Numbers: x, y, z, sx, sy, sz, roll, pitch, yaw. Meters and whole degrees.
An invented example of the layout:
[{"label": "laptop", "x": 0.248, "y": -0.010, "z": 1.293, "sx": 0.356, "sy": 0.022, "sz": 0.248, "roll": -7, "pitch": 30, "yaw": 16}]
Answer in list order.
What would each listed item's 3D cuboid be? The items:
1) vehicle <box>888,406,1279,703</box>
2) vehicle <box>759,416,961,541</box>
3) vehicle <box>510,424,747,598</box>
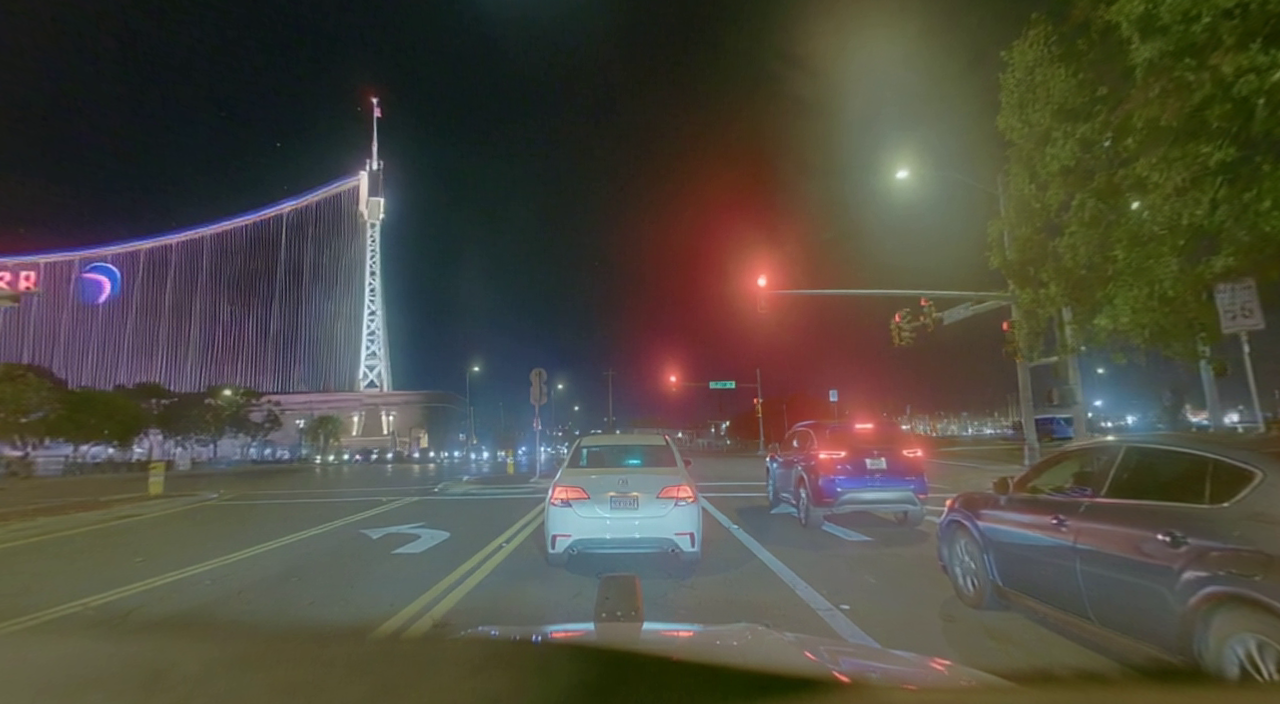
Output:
[{"label": "vehicle", "x": 3.382, "y": 1.180, "z": 4.022, "sx": 1.833, "sy": 1.465, "sz": 4.258, "roll": 0, "pitch": -8, "yaw": -1}, {"label": "vehicle", "x": 3.520, "y": 2.115, "z": 11.217, "sx": 1.978, "sy": 1.738, "sz": 4.599, "roll": 0, "pitch": -8, "yaw": 1}, {"label": "vehicle", "x": -0.109, "y": 1.699, "z": 7.558, "sx": 2.096, "sy": 1.521, "sz": 3.747, "roll": 0, "pitch": -8, "yaw": 0}]
